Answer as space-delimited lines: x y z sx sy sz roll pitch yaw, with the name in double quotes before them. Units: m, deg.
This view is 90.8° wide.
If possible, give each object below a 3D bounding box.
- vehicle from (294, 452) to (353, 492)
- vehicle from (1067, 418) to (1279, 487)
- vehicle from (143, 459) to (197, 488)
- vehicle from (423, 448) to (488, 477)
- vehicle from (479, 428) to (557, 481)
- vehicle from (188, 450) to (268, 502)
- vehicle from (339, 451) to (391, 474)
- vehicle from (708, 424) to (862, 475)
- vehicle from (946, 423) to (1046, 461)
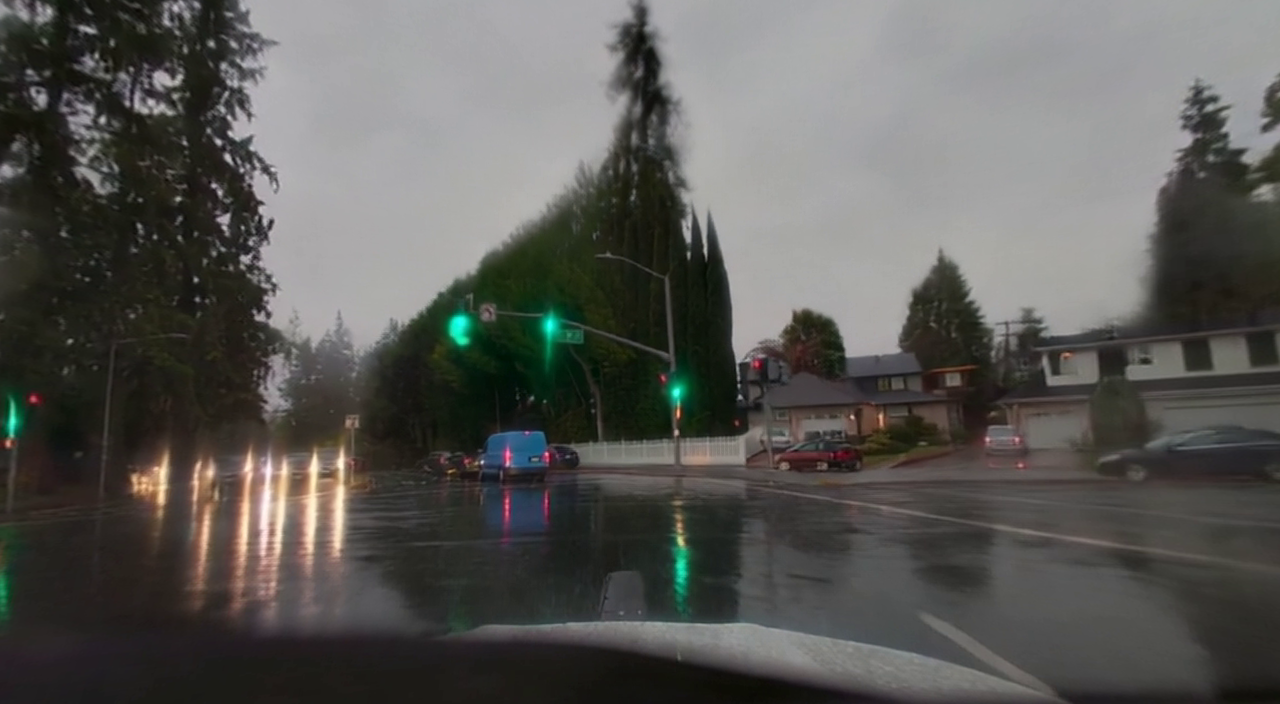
"vehicle" -13.104 4.896 26.183 1.952 1.461 4.377 4 -9 -26
"vehicle" 13.108 2.351 14.922 4.509 1.481 2.027 -3 -9 16
"vehicle" -30.980 8.002 41.575 4.290 1.497 2.093 -12 -10 42
"vehicle" -10.331 6.105 35.170 2.008 1.445 4.386 6 -10 -36
"vehicle" -5.501 4.494 27.990 2.213 2.124 4.809 4 -9 -25
"vehicle" -16.321 4.860 25.283 2.078 1.783 4.670 4 -9 -27
"vehicle" -20.116 8.025 46.071 4.291 1.493 1.911 -8 -11 44
"vehicle" 6.294 4.300 27.972 6.104 2.026 2.514 -7 -11 39
"vehicle" 18.731 4.704 33.274 4.268 1.765 1.989 -6 -6 37
